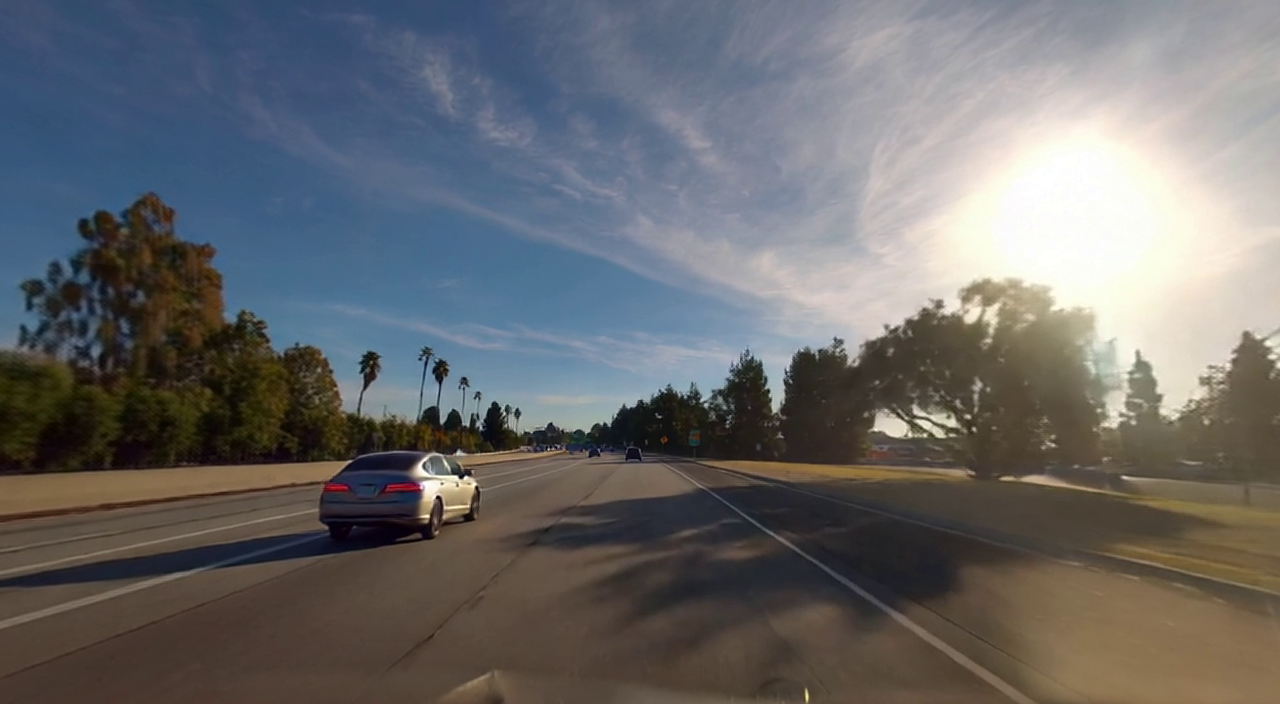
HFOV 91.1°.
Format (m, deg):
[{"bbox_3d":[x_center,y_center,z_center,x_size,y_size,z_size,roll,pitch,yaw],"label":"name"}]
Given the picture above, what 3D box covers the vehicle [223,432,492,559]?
[{"bbox_3d":[-4.099,2.144,10.273,2.092,1.562,4.748,0,-8,2],"label":"vehicle"}]
